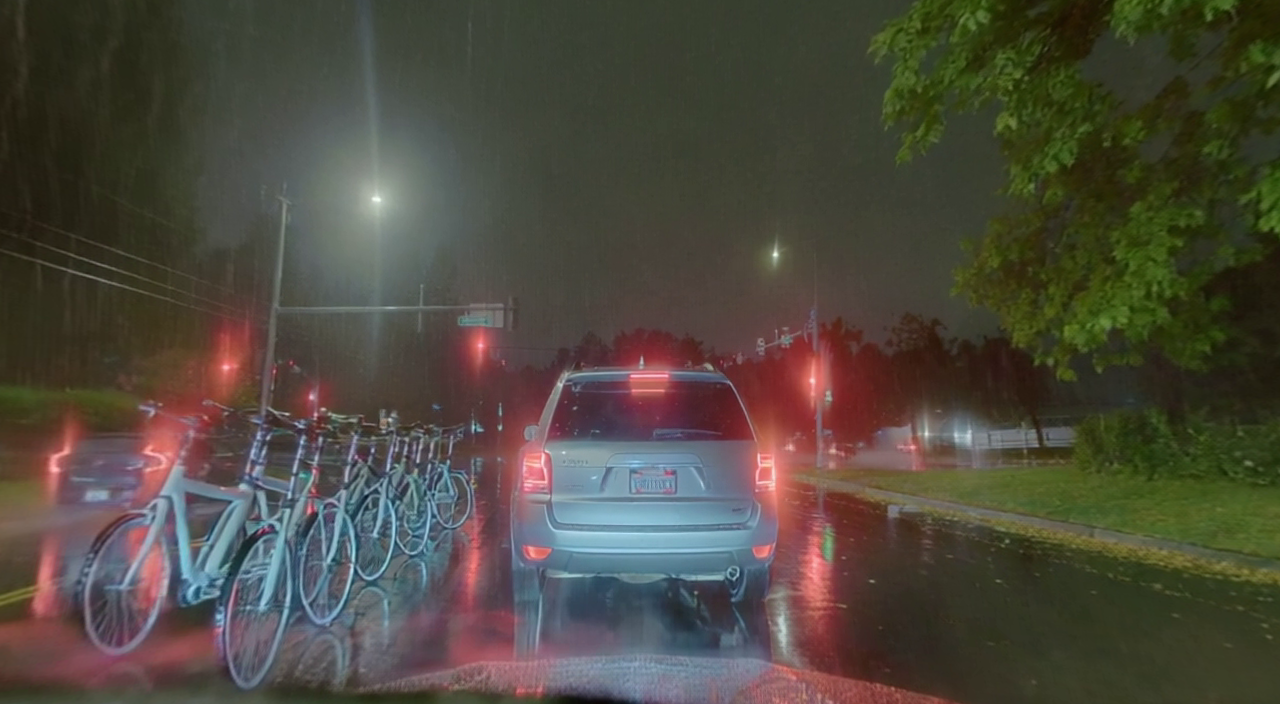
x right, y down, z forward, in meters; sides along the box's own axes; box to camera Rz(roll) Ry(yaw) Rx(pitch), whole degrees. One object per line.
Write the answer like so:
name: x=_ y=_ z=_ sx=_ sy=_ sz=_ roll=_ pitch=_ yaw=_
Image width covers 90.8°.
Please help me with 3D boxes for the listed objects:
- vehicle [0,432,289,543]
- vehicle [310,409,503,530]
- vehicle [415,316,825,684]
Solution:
vehicle: x=-8.286 y=2.180 z=10.945 sx=2.026 sy=1.479 sz=4.712 roll=1 pitch=-8 yaw=-5
vehicle: x=-4.223 y=2.226 z=12.609 sx=2.337 sy=1.858 sz=5.409 roll=1 pitch=-9 yaw=-7
vehicle: x=-0.254 y=1.160 z=6.006 sx=2.333 sy=2.087 sz=4.586 roll=1 pitch=-8 yaw=-4
